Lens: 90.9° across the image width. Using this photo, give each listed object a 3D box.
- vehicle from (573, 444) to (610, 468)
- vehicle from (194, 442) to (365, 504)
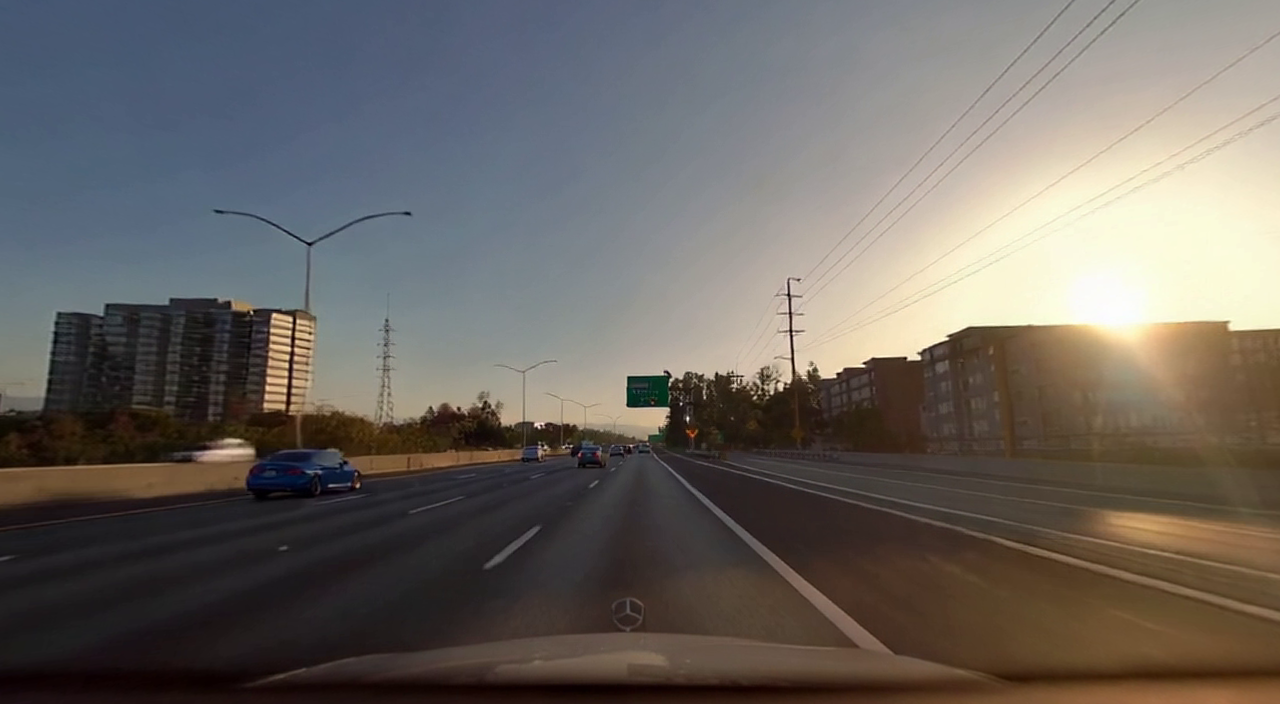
[{"bbox_3d":[-3.107,6.835,41.608,2.050,1.479,4.342,0,-8,1],"label":"vehicle"},{"bbox_3d":[-10.069,3.386,18.212,2.002,1.526,4.822,0,-8,1],"label":"vehicle"}]
